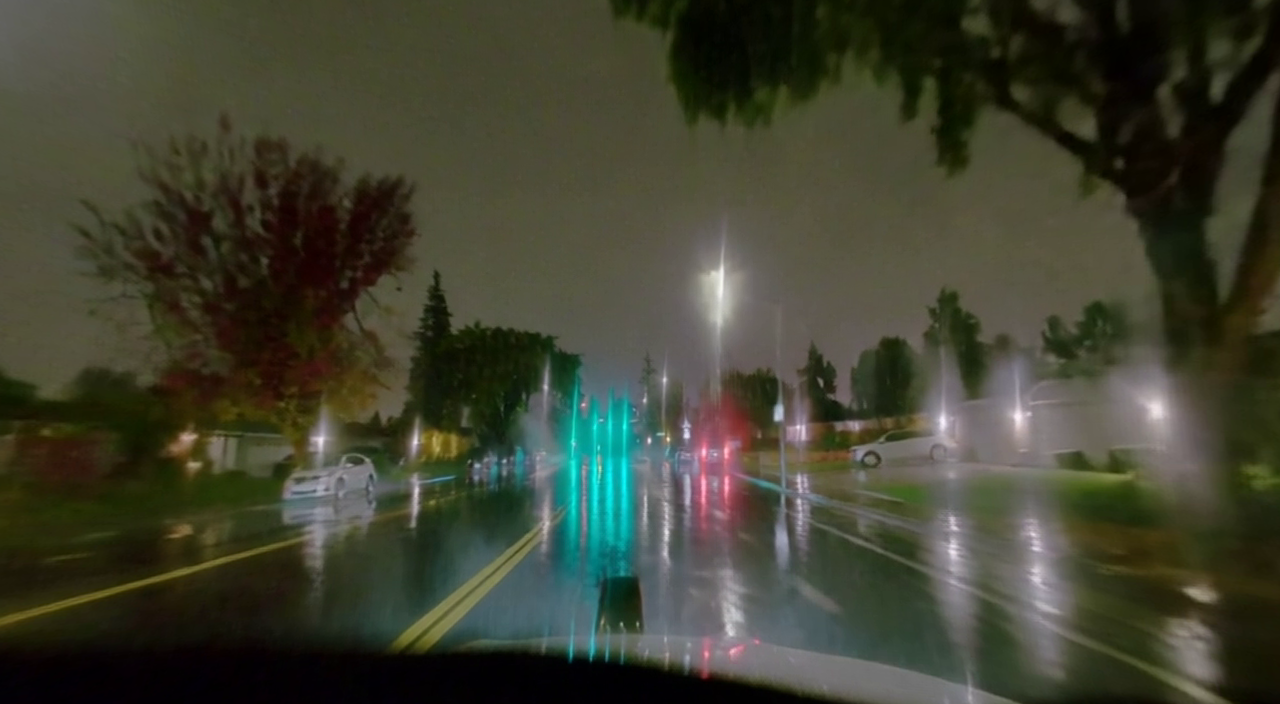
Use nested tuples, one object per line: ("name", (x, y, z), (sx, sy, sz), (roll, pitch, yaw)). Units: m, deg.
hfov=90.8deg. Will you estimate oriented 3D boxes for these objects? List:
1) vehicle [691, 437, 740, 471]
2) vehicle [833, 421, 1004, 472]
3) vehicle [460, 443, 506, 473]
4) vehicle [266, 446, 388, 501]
("vehicle", (4.430, 6.115, 37.944), (2.215, 1.886, 4.577), (1, -8, -2))
("vehicle", (12.463, 4.274, 28.679), (6.619, 1.884, 2.225), (-3, -9, 0))
("vehicle", (-10.881, 7.428, 44.238), (2.117, 1.865, 4.570), (-2, -10, -1))
("vehicle", (-10.896, 4.270, 22.447), (2.082, 1.661, 4.403), (-2, -10, 0))
